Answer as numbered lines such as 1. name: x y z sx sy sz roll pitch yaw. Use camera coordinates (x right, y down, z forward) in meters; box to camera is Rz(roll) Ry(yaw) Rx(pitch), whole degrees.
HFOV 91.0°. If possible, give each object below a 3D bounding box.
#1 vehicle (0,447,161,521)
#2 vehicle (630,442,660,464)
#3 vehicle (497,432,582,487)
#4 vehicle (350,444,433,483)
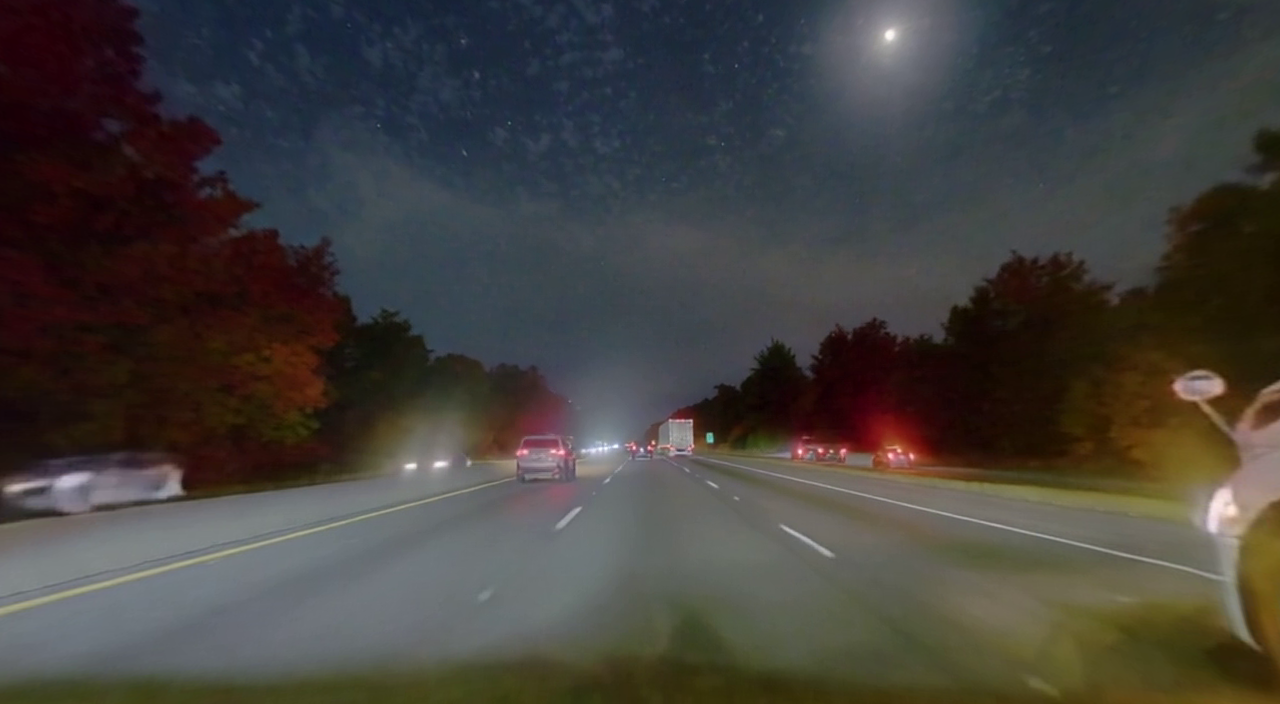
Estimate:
1. vehicle: -14.273 3.090 15.349 1.843 1.525 4.112 0 -8 1
2. vehicle: 0.372 7.399 46.256 2.152 1.484 4.211 0 -8 1
3. vehicle: -3.339 3.679 21.870 2.077 1.669 4.739 0 -8 1
4. vehicle: -10.279 4.608 26.316 1.854 1.476 3.864 0 -8 1
